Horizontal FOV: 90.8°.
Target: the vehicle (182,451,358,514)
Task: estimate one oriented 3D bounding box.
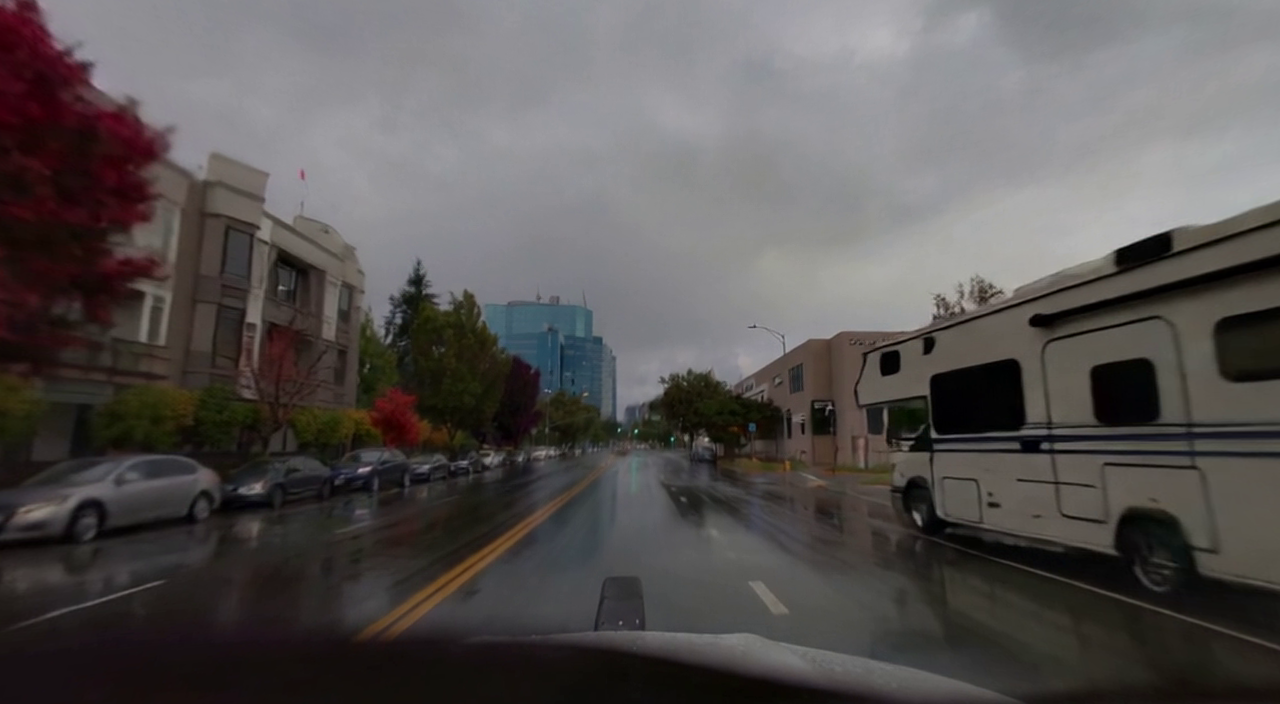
[{"bbox_3d":[-10.030,3.526,17.723,1.959,1.451,4.990,0,-8,-1],"label":"vehicle"}]

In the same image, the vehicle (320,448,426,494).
[{"bbox_3d":[-10.030,4.464,24.218,1.918,1.535,4.834,0,-8,1],"label":"vehicle"}]

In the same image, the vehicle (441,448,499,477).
[{"bbox_3d":[-10.132,6.592,38.081,1.995,1.564,5.321,0,-8,0],"label":"vehicle"}]

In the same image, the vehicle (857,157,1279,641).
[{"bbox_3d":[6.071,0.780,7.599,3.102,3.473,9.734,0,-8,-2],"label":"vehicle"}]

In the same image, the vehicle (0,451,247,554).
[{"bbox_3d":[-9.986,2.616,11.824,2.078,1.427,4.900,0,-8,0],"label":"vehicle"}]
